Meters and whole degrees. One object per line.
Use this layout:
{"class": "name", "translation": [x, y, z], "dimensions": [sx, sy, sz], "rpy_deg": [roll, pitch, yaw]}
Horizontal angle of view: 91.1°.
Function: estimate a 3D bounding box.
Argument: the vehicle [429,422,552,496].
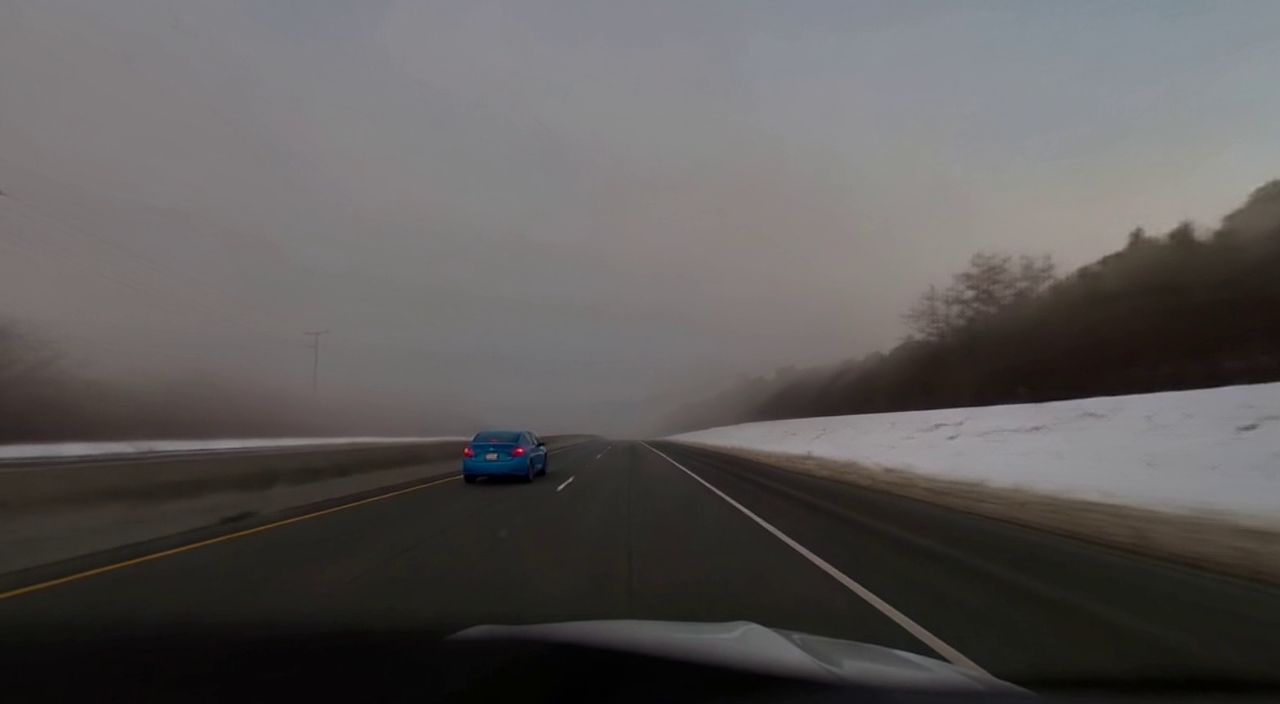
{"class": "vehicle", "translation": [-3.423, 2.513, 15.216], "dimensions": [1.999, 1.536, 3.969], "rpy_deg": [0, -8, 0]}
